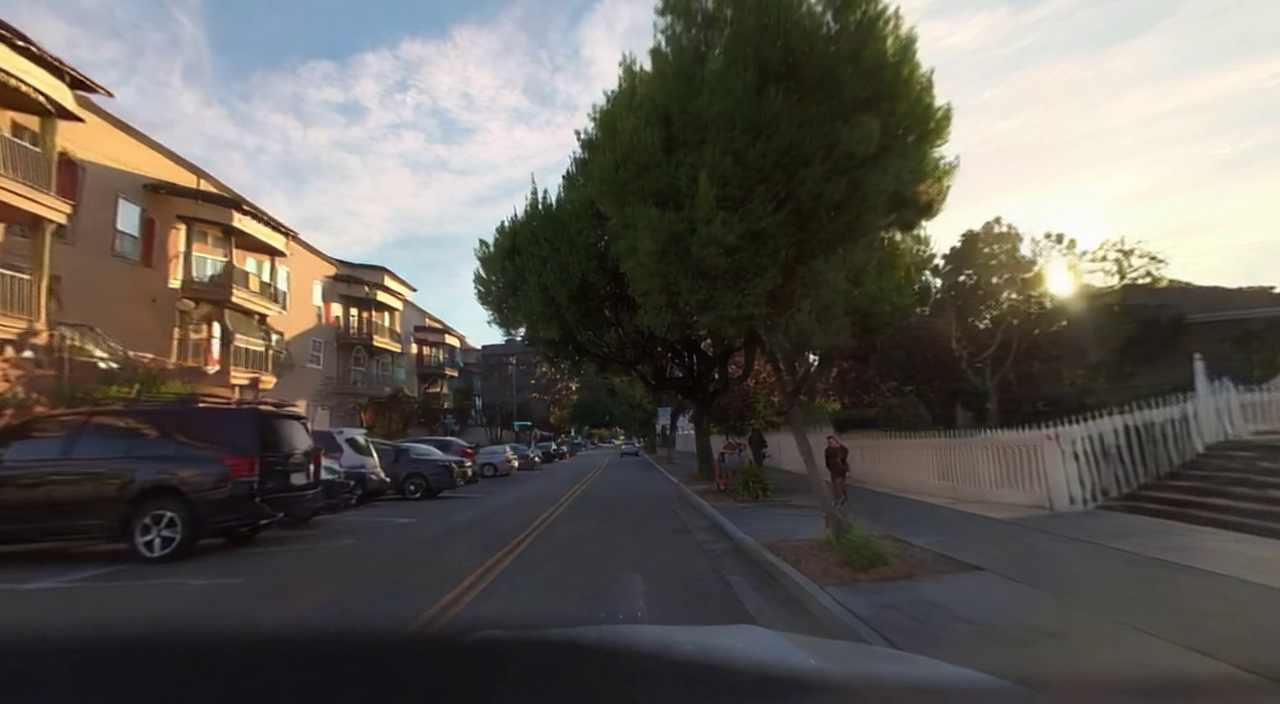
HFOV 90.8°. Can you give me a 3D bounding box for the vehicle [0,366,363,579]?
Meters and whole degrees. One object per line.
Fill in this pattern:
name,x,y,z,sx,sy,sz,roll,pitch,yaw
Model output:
vehicle,-7.196,1.566,8.621,5.592,2.439,2.515,0,-9,-1
